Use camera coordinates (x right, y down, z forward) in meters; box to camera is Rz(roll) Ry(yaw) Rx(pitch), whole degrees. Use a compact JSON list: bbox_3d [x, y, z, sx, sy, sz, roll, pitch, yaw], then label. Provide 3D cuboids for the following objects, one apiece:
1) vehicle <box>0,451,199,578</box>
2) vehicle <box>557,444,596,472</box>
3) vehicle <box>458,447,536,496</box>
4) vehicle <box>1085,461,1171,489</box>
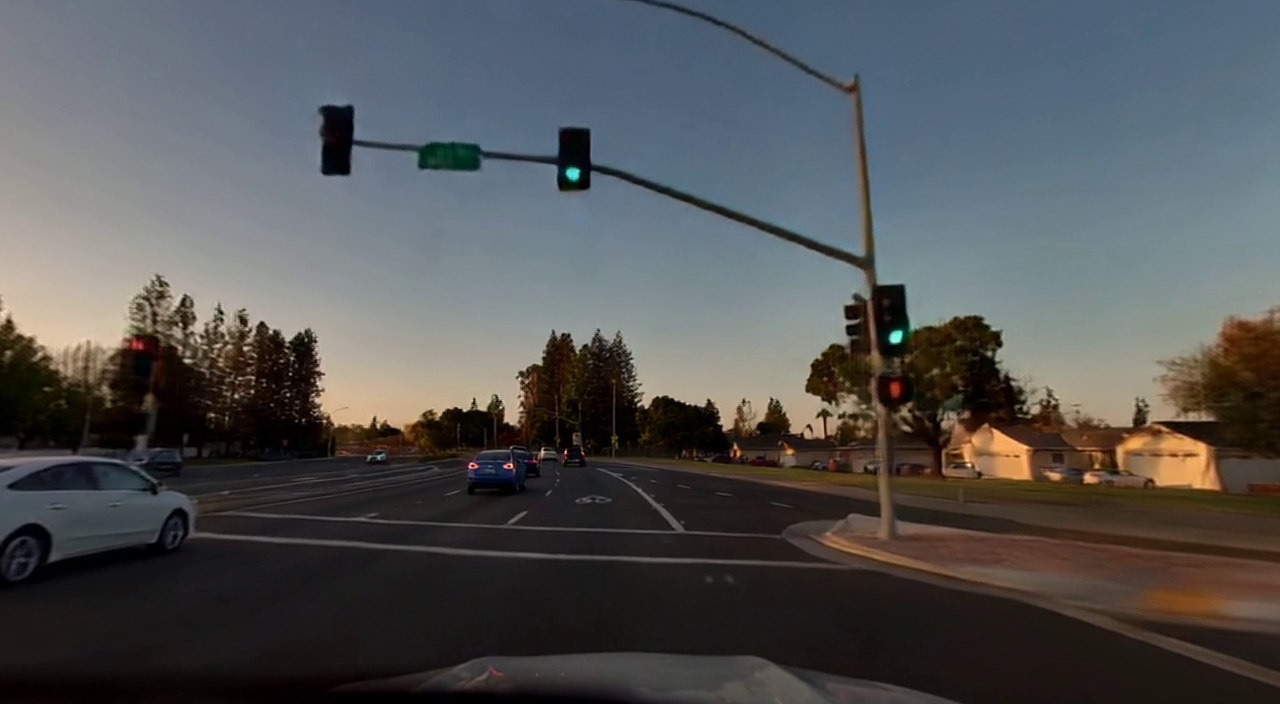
[{"bbox_3d":[-8.441,2.116,8.662,1.889,1.429,4.029,0,-8,-1],"label":"vehicle"},{"bbox_3d":[-4.903,8.028,48.114,2.526,1.982,5.294,1,-8,-10],"label":"vehicle"},{"bbox_3d":[-5.175,4.346,23.490,2.098,1.613,4.606,0,-8,-4],"label":"vehicle"},{"bbox_3d":[35.803,9.001,46.540,1.888,1.758,5.043,1,-8,-7],"label":"vehicle"}]
